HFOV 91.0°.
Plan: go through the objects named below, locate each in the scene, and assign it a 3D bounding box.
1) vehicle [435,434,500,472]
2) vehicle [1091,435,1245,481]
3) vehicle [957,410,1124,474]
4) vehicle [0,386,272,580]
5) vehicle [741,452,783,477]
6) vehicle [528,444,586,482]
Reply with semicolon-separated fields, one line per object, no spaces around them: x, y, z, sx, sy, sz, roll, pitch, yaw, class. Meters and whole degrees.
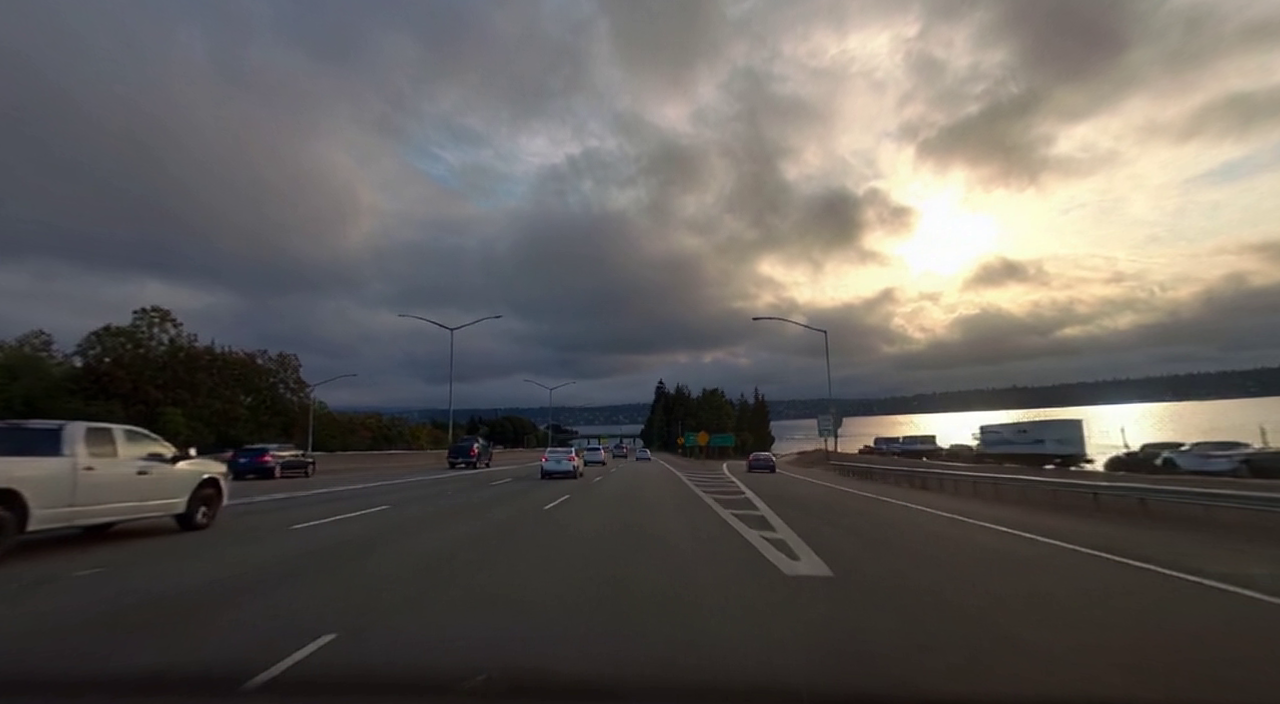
-10.858;6.412;40.122;2.442;2.191;5.760;0;-9;1;vehicle
21.800;4.367;26.386;2.097;1.692;5.148;-1;-8;2;vehicle
25.640;5.967;41.512;4.211;3.637;11.169;0;-9;3;vehicle
-7.347;1.493;7.601;2.250;1.870;5.647;0;-9;2;vehicle
7.945;7.338;41.344;2.153;1.510;4.646;0;-9;4;vehicle
-4.032;5.453;31.323;2.132;1.708;4.571;0;-9;2;vehicle
